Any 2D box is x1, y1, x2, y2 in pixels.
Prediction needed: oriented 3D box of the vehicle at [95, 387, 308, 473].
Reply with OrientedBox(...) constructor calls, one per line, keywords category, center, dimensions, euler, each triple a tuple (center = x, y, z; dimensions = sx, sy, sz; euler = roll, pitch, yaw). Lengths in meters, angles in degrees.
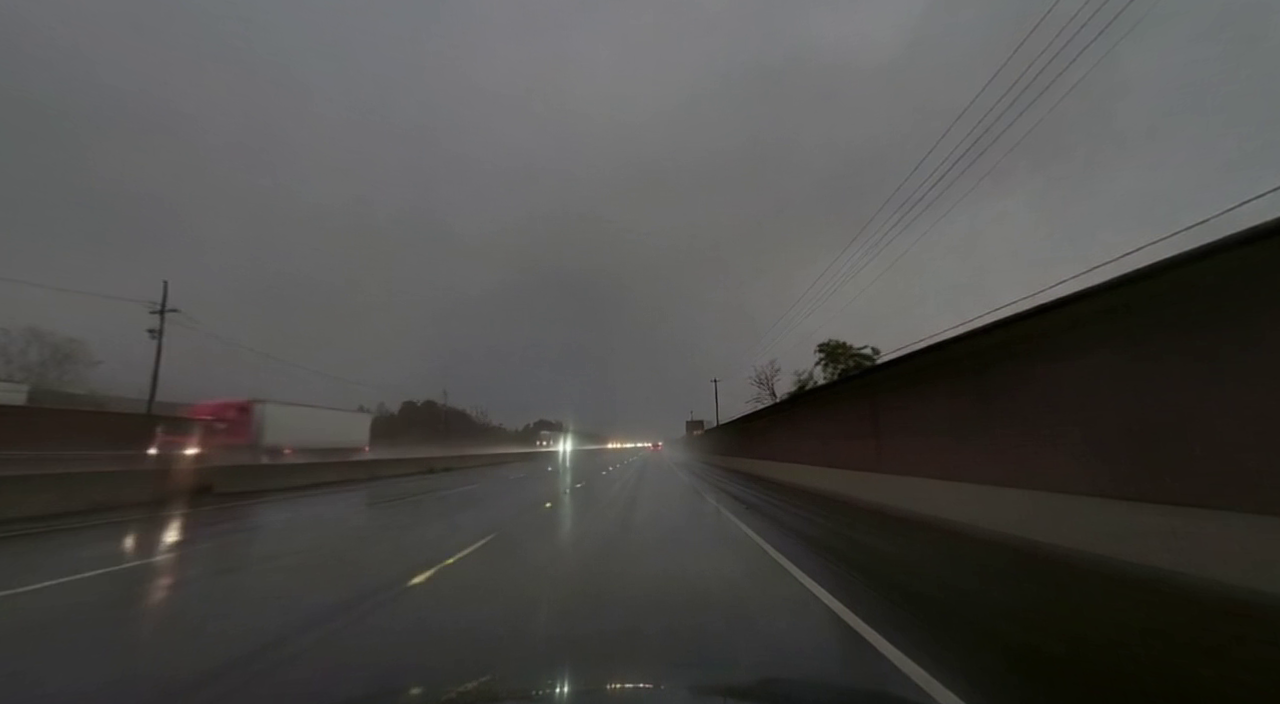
OrientedBox(category="vehicle", center=(-22.844, 4.377, 34.255), dimensions=(2.992, 3.863, 11.569), euler=(0, -9, 1))
